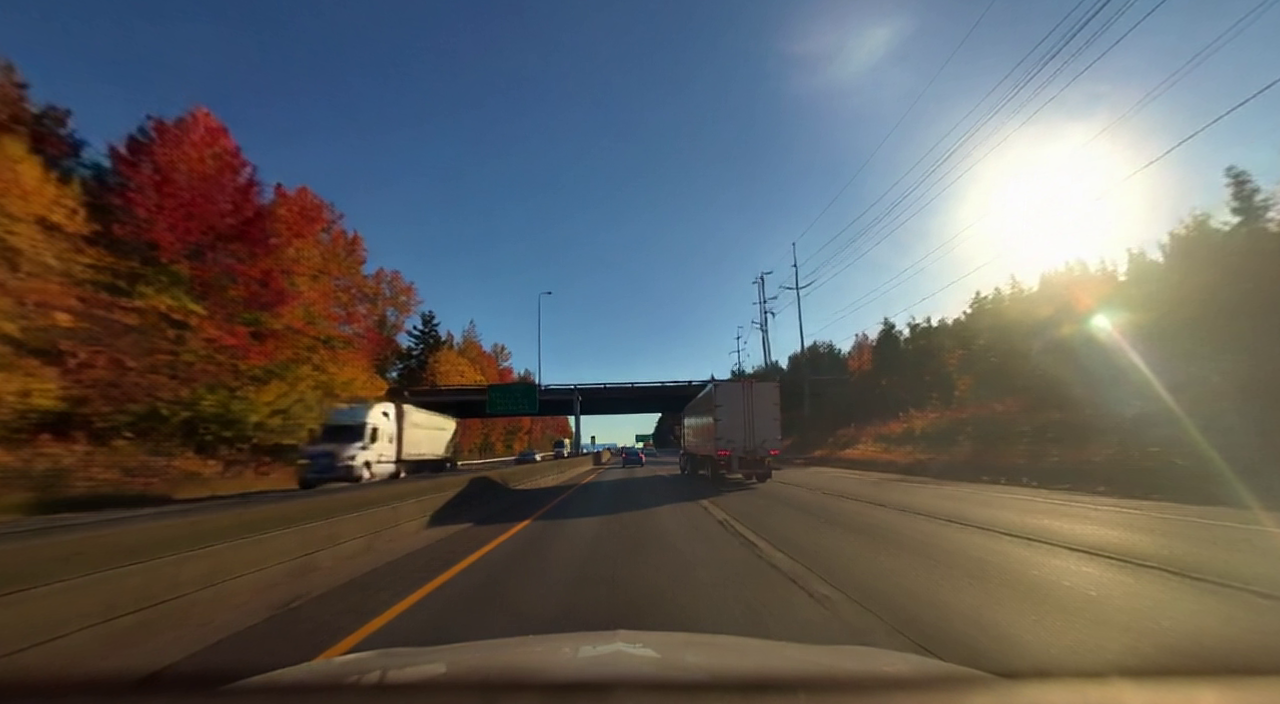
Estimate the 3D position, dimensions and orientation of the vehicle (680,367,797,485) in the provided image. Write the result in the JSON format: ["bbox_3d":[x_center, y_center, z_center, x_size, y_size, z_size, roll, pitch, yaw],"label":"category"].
[{"bbox_3d":[4.051,3.769,30.084,2.956,4.281,14.327,0,-9,-1],"label":"vehicle"}]

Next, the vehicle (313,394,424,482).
[{"bbox_3d":[-13.950,4.550,32.888,2.872,4.094,6.767,1,-9,-2],"label":"vehicle"}]

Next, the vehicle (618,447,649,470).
[{"bbox_3d":[-0.468,7.131,42.221,1.961,1.454,3.755,0,-9,-1],"label":"vehicle"}]
